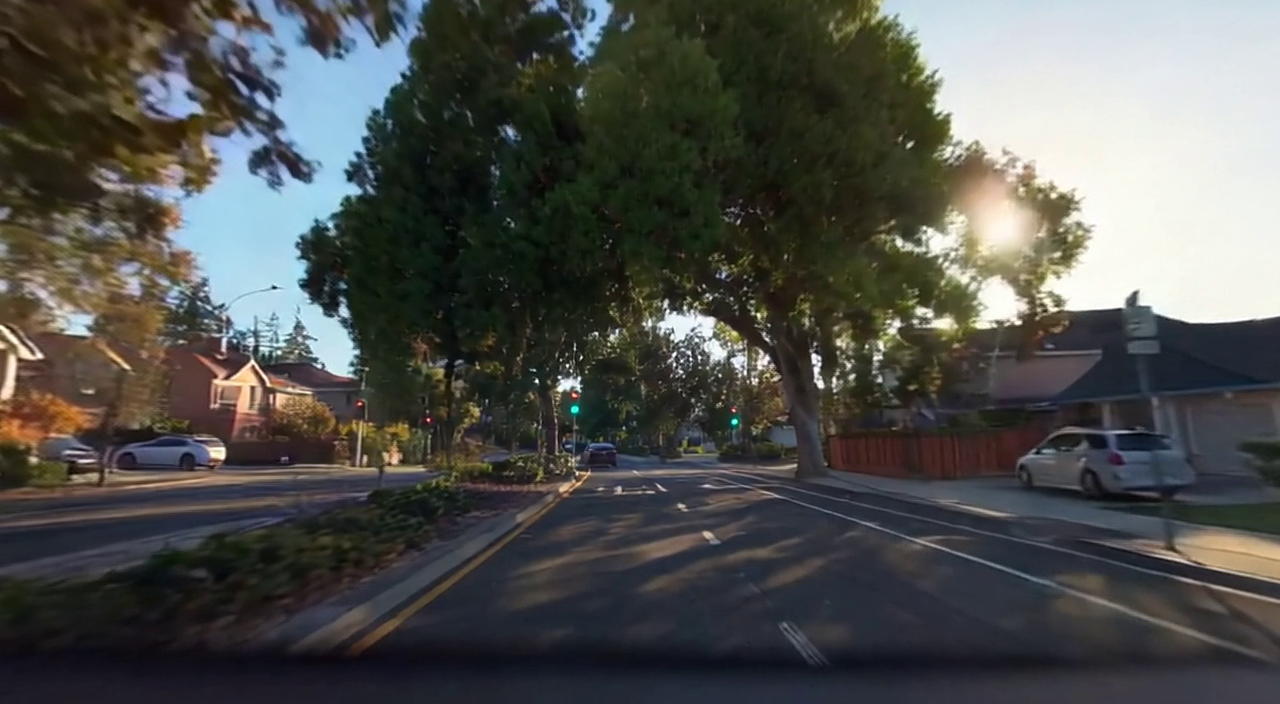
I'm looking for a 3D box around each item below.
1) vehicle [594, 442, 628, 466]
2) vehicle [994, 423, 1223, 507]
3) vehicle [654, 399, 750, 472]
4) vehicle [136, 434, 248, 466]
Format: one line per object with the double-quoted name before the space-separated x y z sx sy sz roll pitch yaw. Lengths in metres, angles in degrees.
"vehicle" -1.960 6.719 41.692 2.113 1.462 4.203 1 -9 -4
"vehicle" 11.515 2.808 16.120 2.145 1.795 4.992 0 -9 2
"vehicle" 2.965 4.732 34.984 3.037 3.261 12.926 1 -9 -5
"vehicle" -23.950 5.270 33.849 4.348 1.653 1.948 2 -9 -11
